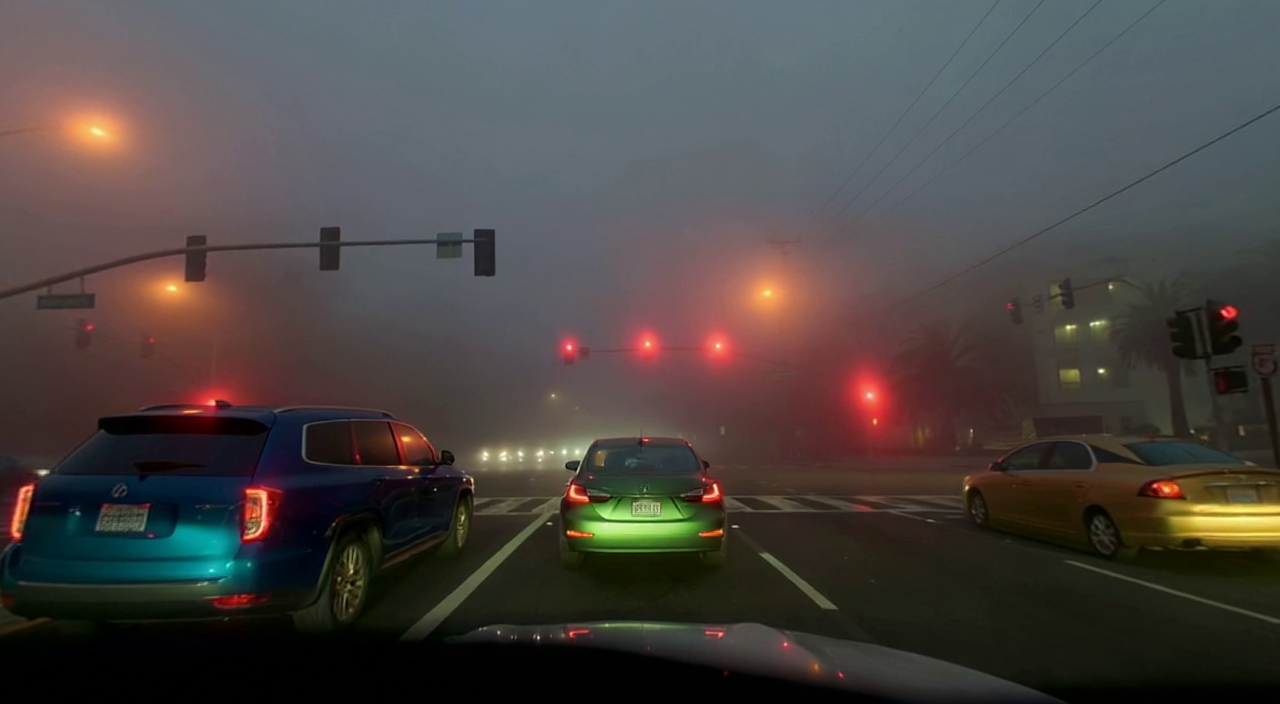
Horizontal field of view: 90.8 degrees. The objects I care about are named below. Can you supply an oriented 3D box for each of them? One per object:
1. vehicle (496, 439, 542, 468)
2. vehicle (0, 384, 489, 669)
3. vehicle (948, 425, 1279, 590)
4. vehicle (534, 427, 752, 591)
[{"bbox_3d":[-7.953,6.706,42.032,2.130,1.810,4.450,-2,-8,1],"label":"vehicle"},{"bbox_3d":[-3.103,1.369,6.081,2.051,1.682,4.467,0,-8,2],"label":"vehicle"},{"bbox_3d":[6.086,1.759,8.085,1.970,1.489,4.482,0,-8,-1],"label":"vehicle"},{"bbox_3d":[-0.003,1.705,7.714,1.942,1.445,3.973,0,-8,-1],"label":"vehicle"}]
